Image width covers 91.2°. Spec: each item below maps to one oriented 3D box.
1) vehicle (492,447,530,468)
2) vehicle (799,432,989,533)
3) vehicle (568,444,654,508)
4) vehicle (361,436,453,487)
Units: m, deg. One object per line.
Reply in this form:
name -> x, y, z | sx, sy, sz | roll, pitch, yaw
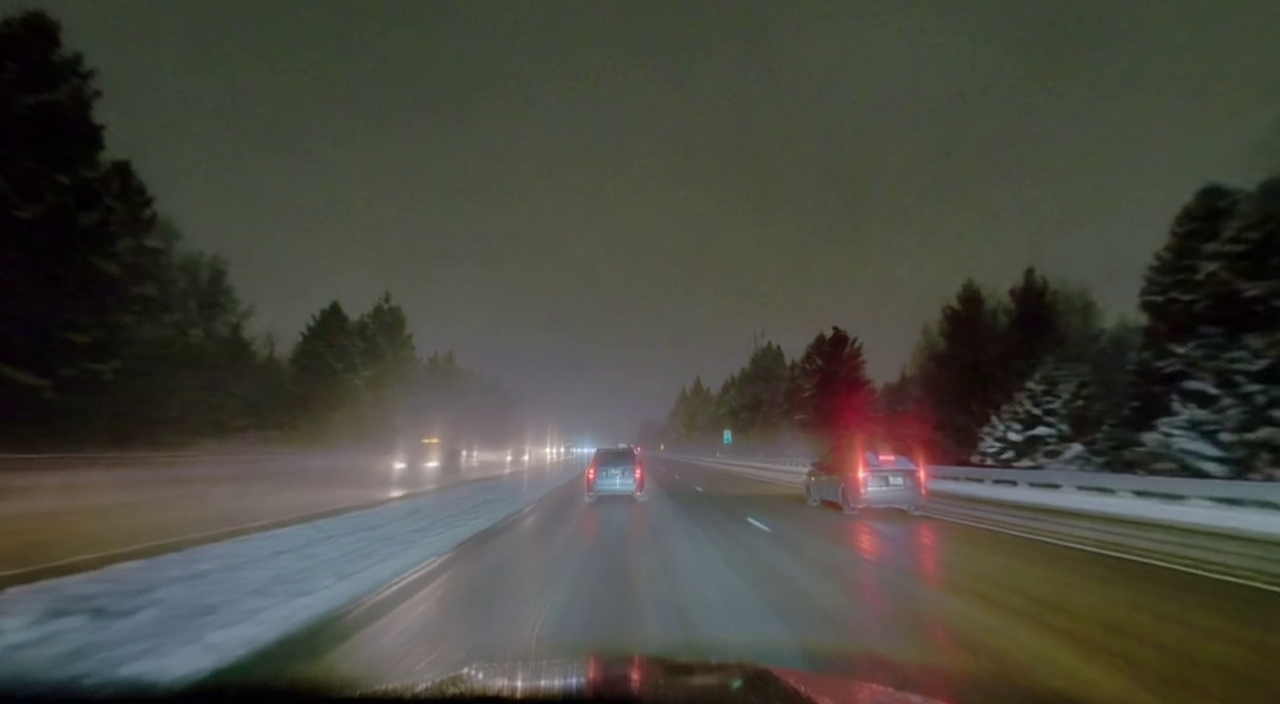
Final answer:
vehicle -> -9.545, 7.826, 46.661 | 1.899, 1.522, 4.578 | 0, -9, -1
vehicle -> 4.451, 2.333, 11.696 | 1.910, 1.554, 3.718 | 0, -9, -1
vehicle -> -0.702, 3.238, 16.879 | 2.013, 1.479, 4.169 | 0, -9, -1
vehicle -> -9.021, 4.263, 24.699 | 2.033, 1.814, 4.280 | 0, -9, -1
